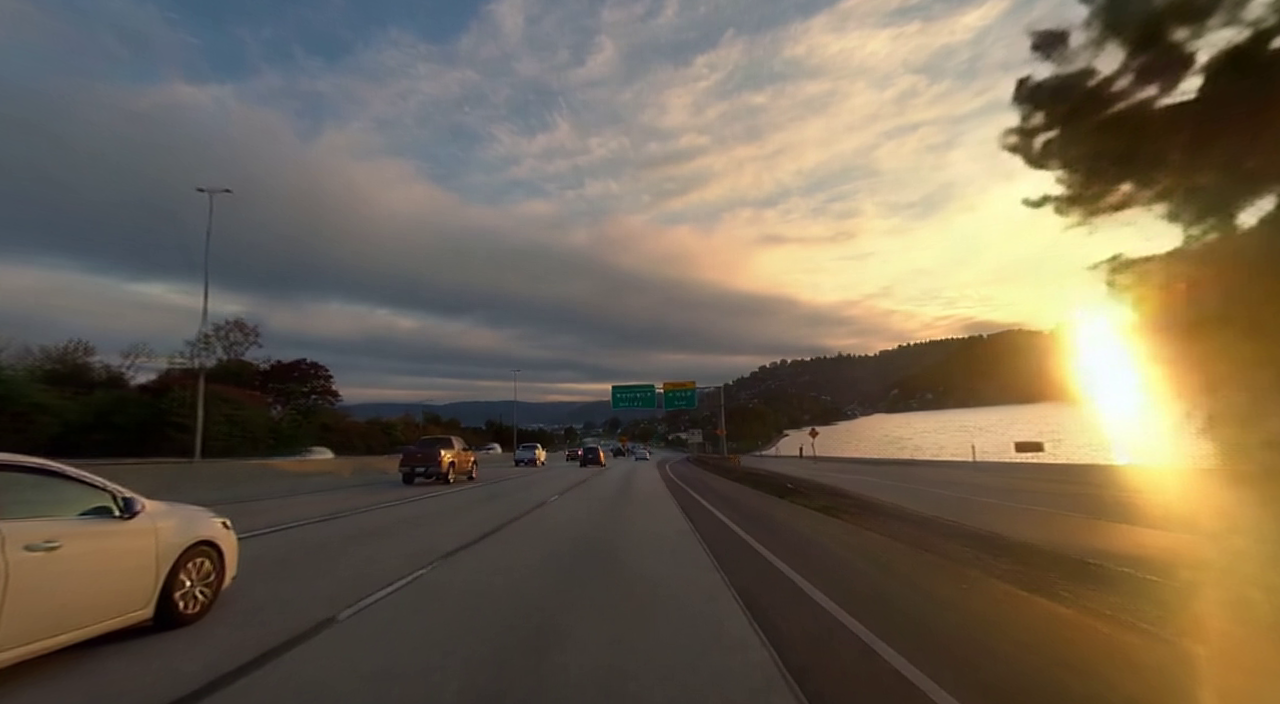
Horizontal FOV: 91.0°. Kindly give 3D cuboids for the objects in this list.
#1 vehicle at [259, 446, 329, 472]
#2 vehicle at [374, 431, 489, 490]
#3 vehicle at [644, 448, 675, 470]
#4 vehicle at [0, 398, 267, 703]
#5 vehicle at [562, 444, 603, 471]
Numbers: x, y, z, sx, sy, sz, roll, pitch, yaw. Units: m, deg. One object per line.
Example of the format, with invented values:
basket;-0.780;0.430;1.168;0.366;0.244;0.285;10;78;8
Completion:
vehicle;-20.375;6.297;37.272;1.852;1.477;3.924;0;-8;1
vehicle;-7.508;3.968;23.446;2.250;1.870;5.647;0;-8;1
vehicle;1.408;7.750;45.791;2.153;1.510;4.646;0;-8;2
vehicle;-4.180;0.983;2.956;2.027;1.547;4.511;0;-8;1
vehicle;-3.764;7.011;42.026;2.132;1.708;4.571;0;-8;1
